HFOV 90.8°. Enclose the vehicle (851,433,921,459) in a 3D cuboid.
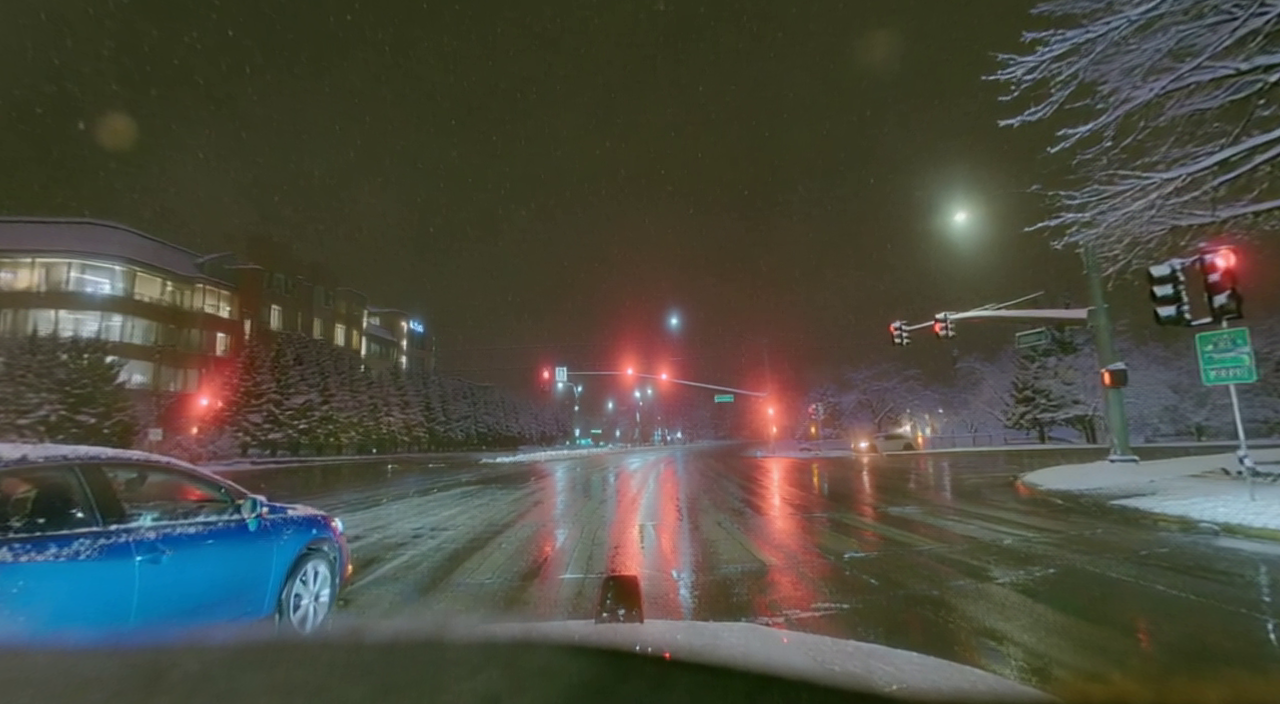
[{"bbox_3d":[17.631,6.745,45.232,4.600,1.783,1.970,4,-10,-26],"label":"vehicle"}]
